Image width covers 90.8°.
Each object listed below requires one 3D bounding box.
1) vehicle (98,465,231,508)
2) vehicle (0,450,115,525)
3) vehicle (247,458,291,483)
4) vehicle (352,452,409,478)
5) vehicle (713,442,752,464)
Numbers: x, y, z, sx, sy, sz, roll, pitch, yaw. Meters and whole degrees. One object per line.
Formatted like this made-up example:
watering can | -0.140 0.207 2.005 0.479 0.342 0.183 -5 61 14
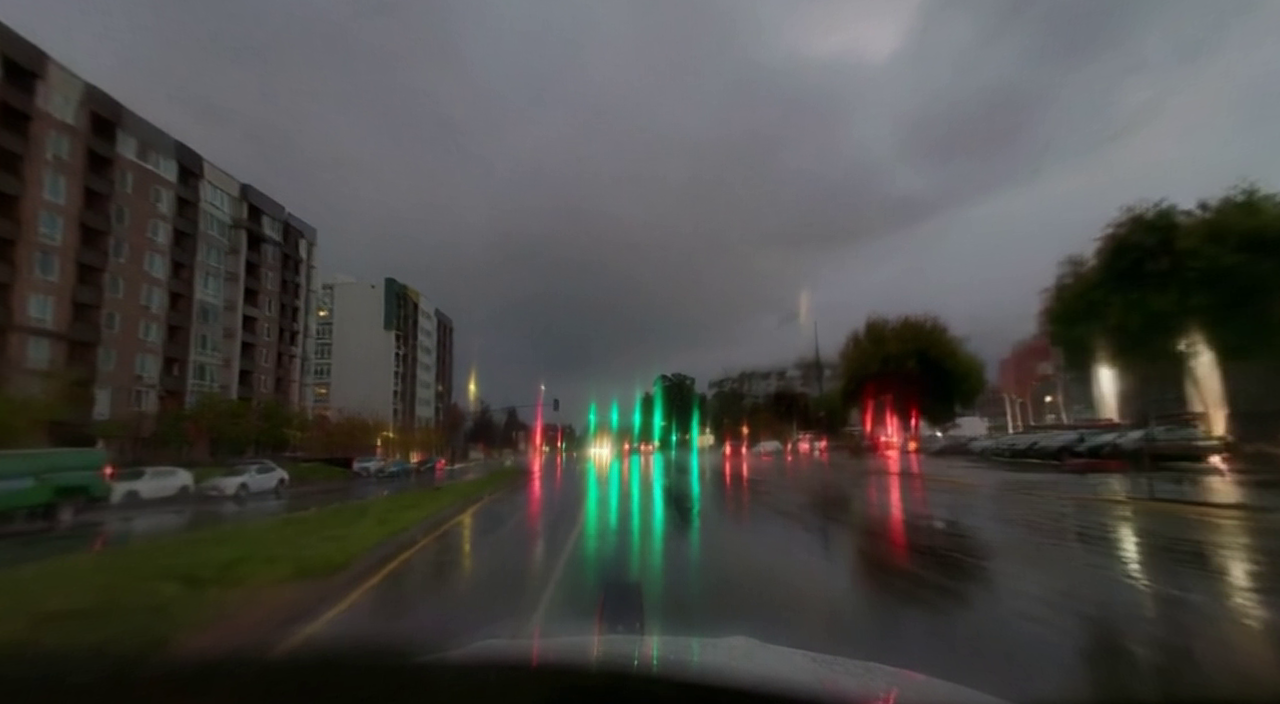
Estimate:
vehicle | -19.031 5.361 25.577 1.850 1.451 4.450 0 -9 1
vehicle | -19.106 3.889 18.244 2.373 2.077 6.457 0 -9 -1
vehicle | -25.721 8.217 43.916 2.099 1.561 4.013 4 -9 -24
vehicle | -18.696 8.133 45.843 2.047 1.756 4.844 0 -9 0
vehicle | 6.417 7.092 44.285 1.992 1.447 4.414 0 -9 -1
